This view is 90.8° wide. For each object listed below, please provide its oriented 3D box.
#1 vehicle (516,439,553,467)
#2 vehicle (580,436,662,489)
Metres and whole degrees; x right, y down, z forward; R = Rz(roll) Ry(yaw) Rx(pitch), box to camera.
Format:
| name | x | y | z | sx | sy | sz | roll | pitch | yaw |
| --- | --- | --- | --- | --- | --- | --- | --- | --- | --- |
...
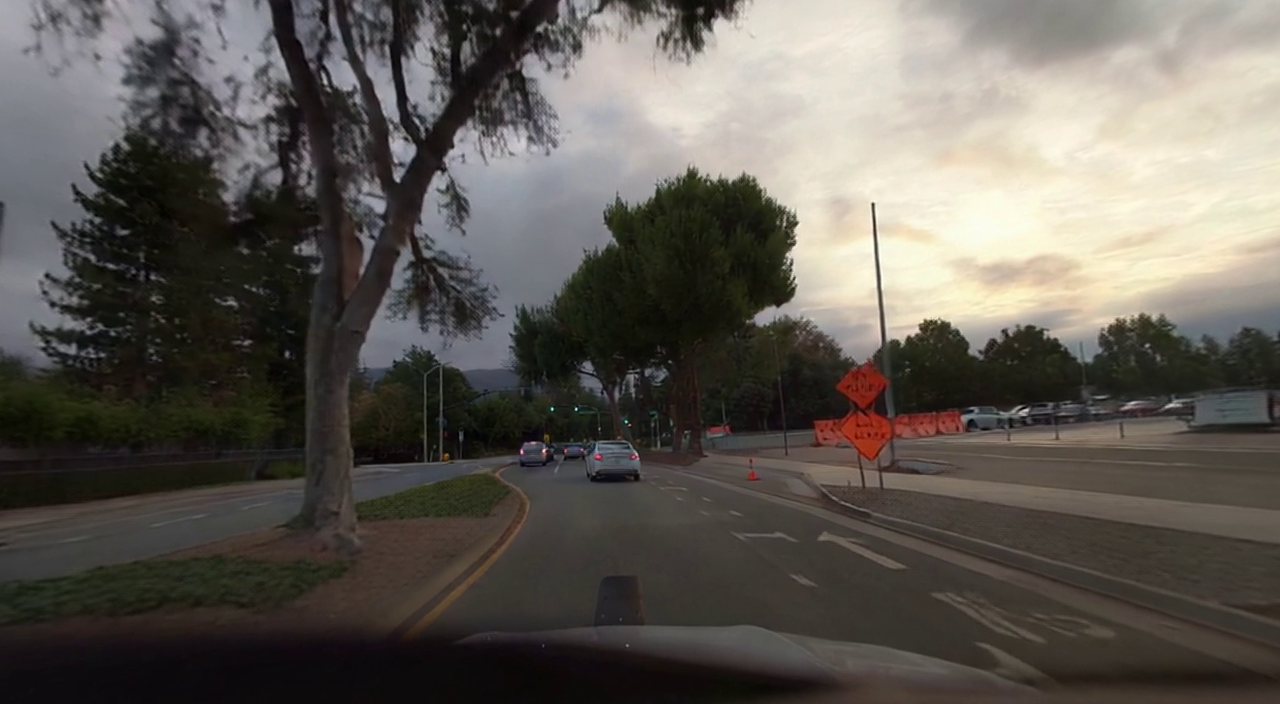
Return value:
| name | x | y | z | sx | sy | sz | roll | pitch | yaw |
| --- | --- | --- | --- | --- | --- | --- | --- | --- | --- |
| vehicle | -6.689 | 6.442 | 40.359 | 2.077 | 1.665 | 4.206 | 1 | -8 | -6 |
| vehicle | -0.759 | 3.572 | 20.805 | 2.266 | 1.508 | 4.430 | 1 | -8 | -7 |
